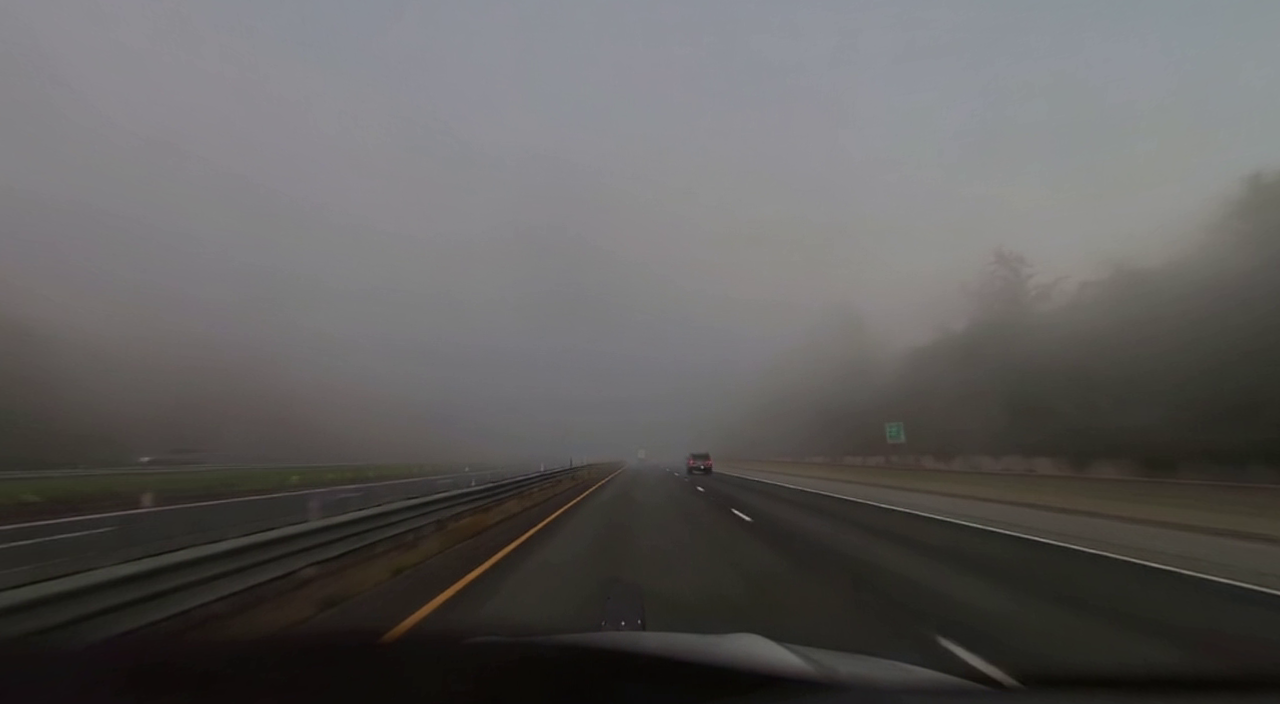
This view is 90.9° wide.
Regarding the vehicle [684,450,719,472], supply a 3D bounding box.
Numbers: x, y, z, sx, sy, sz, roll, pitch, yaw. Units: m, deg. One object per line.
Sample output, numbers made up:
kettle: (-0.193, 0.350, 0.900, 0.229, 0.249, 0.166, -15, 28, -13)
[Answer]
vehicle: (4.252, 7.639, 44.406, 1.984, 1.481, 4.376, 0, -9, 0)
